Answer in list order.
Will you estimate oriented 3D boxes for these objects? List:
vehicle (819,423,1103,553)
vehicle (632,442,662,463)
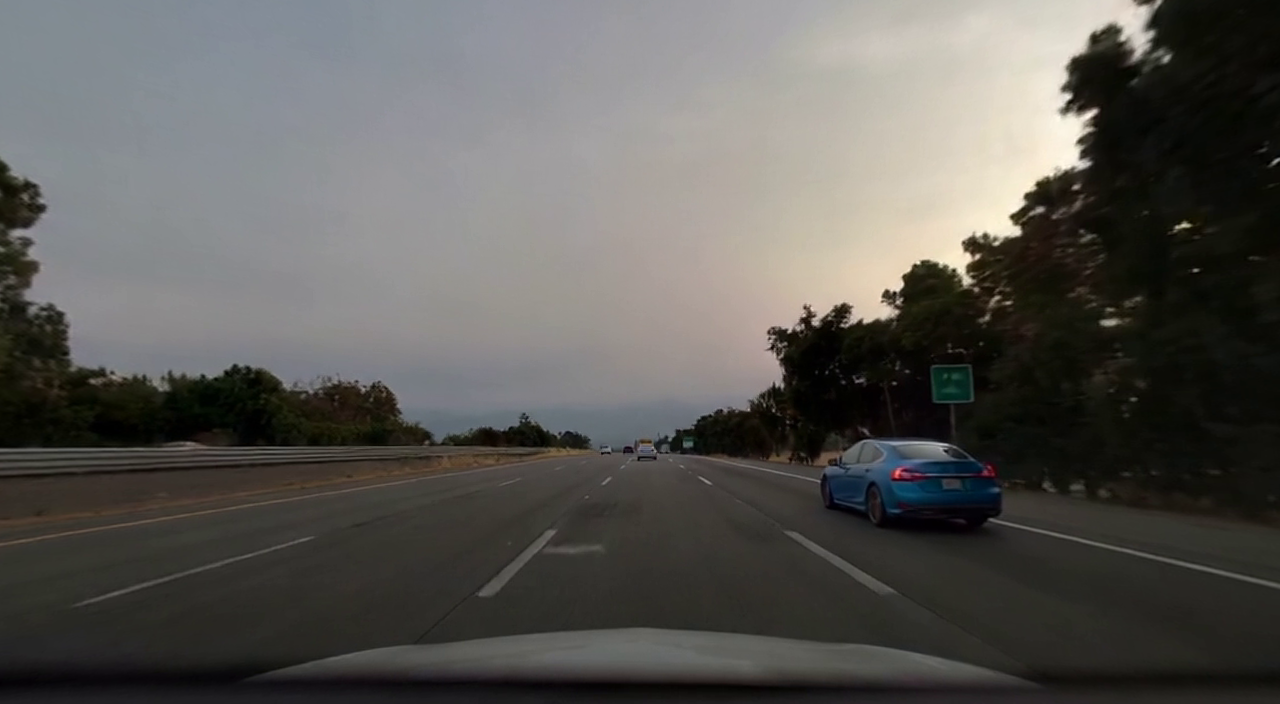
[{"bbox_3d":[4.529,1.979,9.910,2.008,1.524,4.598,-1,-8,-1],"label":"vehicle"},{"bbox_3d":[0.463,7.279,45.541,2.052,1.449,3.857,-1,-8,0],"label":"vehicle"}]
